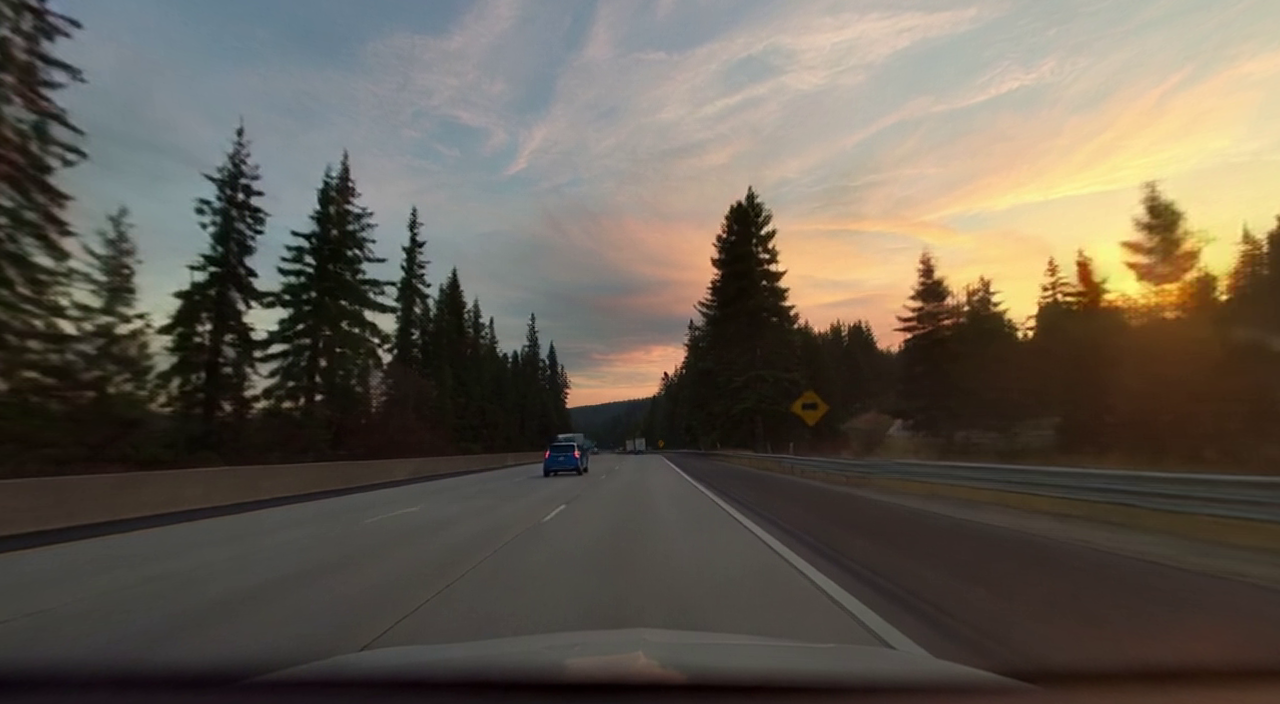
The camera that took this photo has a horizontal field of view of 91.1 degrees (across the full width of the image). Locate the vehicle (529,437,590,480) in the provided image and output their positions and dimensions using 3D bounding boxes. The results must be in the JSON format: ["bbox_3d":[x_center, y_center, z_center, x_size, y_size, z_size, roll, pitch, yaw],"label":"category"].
[{"bbox_3d":[-3.505,4.722,28.231,2.084,1.752,4.479,0,-8,1],"label":"vehicle"}]
